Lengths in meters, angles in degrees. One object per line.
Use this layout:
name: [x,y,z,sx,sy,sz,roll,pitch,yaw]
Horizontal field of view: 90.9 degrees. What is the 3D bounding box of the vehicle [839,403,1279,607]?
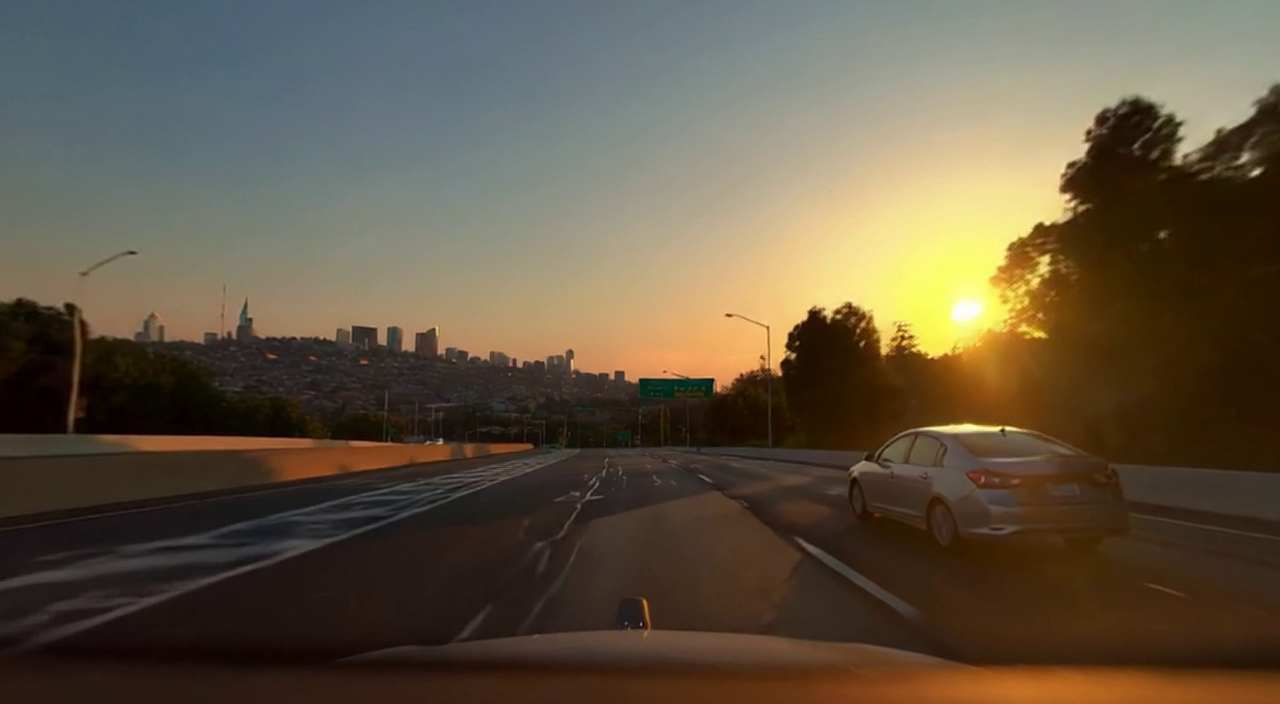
vehicle: [4.135,1.500,7.321,2.104,1.575,4.698,0,-7,0]
